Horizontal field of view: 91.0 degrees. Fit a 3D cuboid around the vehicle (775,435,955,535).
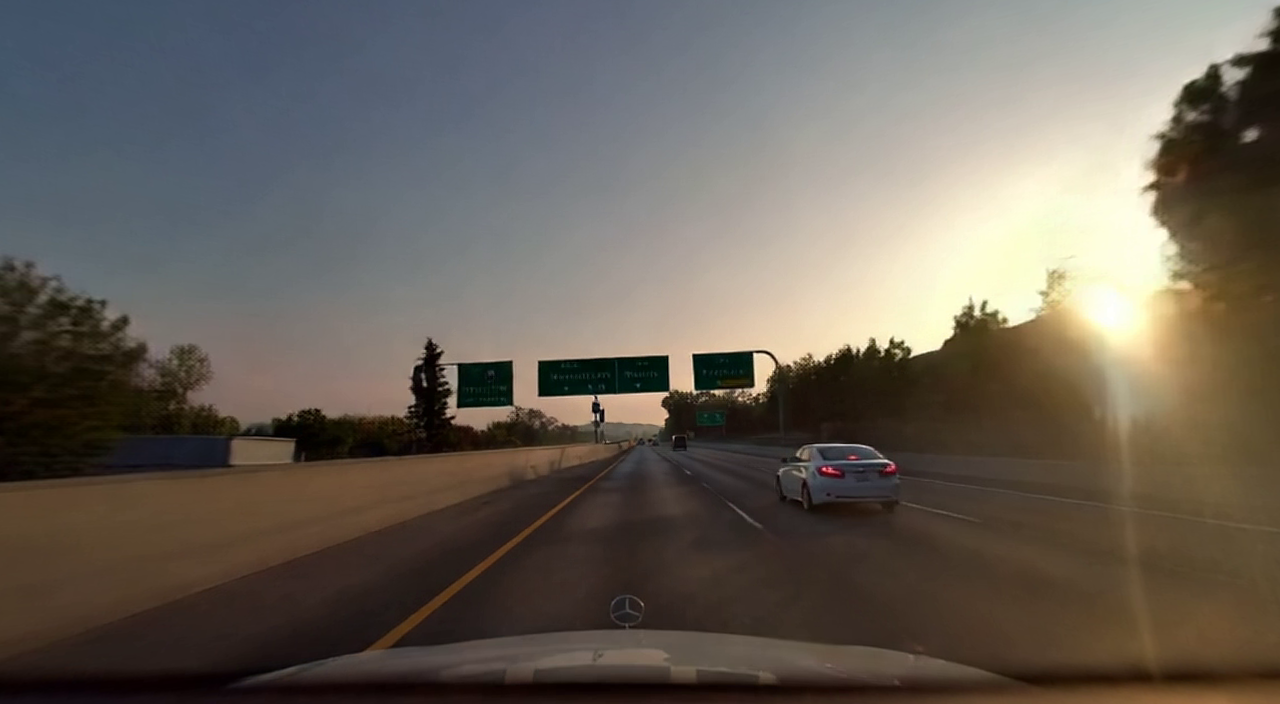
[{"bbox_3d":[3.655,2.191,11.015,1.683,1.400,3.868,0,-8,-1],"label":"vehicle"}]
